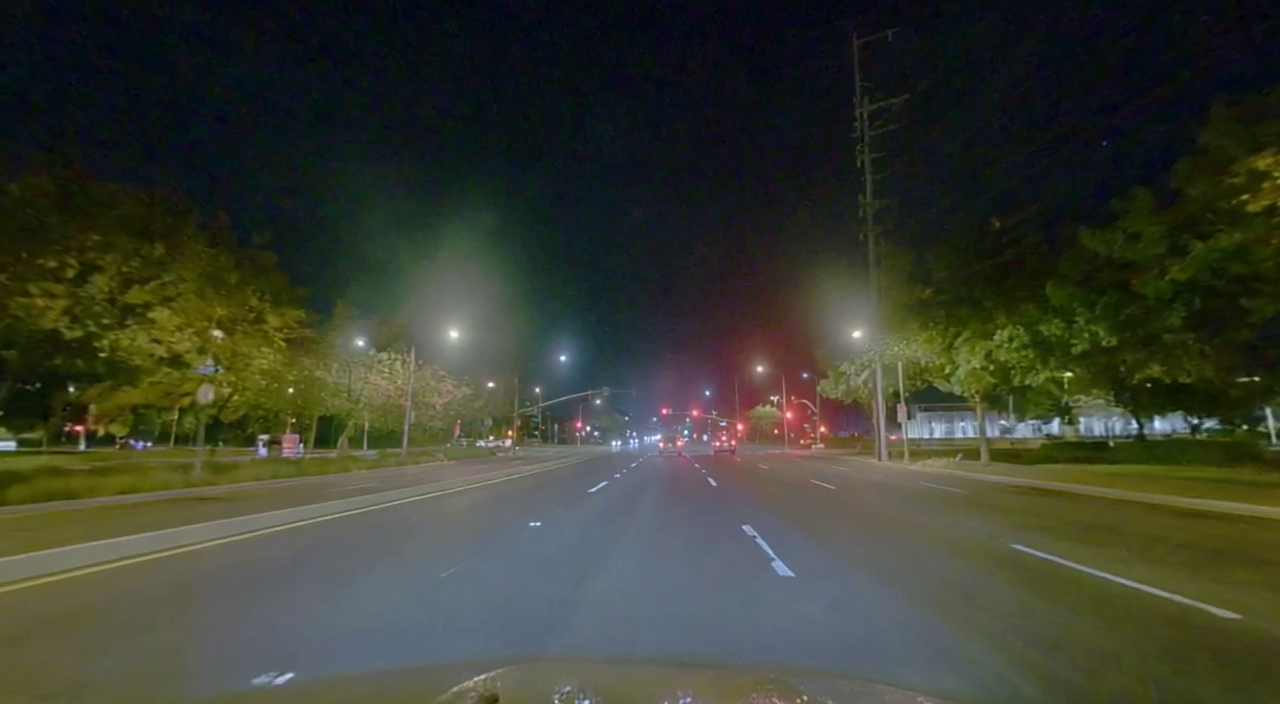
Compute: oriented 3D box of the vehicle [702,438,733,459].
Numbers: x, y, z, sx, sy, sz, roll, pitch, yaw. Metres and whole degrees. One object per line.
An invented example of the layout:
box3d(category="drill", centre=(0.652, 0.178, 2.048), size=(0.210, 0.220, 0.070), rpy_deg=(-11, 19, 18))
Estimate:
box3d(category="vehicle", centre=(5.724, 7.208, 47.202), size=(1.998, 1.460, 3.898), rpy_deg=(-1, -8, 3))
